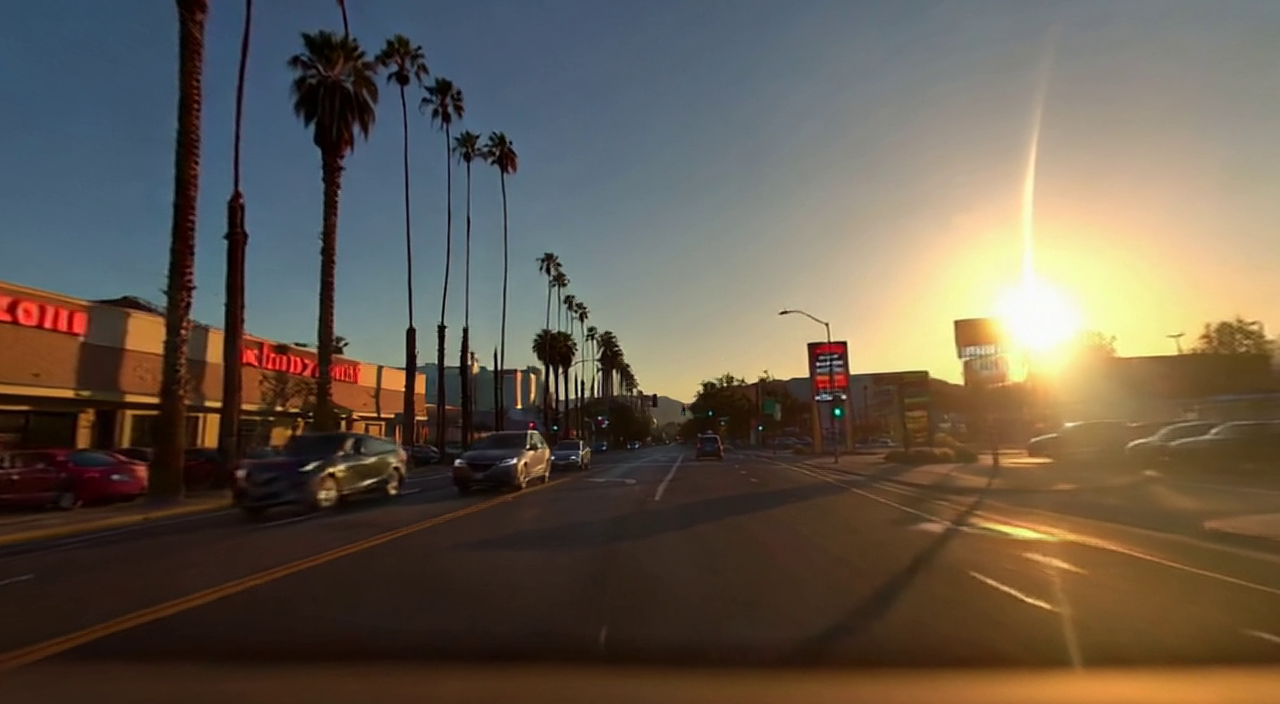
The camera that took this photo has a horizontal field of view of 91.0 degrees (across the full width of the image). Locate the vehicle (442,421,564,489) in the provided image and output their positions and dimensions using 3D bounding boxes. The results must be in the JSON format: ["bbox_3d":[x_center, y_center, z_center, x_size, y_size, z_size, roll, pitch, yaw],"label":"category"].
[{"bbox_3d":[-4.395,3.465,21.483,2.551,1.995,5.615,-1,-8,4],"label":"vehicle"}]

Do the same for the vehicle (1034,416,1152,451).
[{"bbox_3d":[26.562,4.851,37.117,2.308,1.868,4.999,4,-9,-25],"label":"vehicle"}]

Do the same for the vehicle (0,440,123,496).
[{"bbox_3d":[-20.328,3.836,20.885,4.498,1.729,2.102,-1,-9,2],"label":"vehicle"}]

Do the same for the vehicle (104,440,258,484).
[{"bbox_3d":[-19.593,4.700,27.018,5.050,1.758,2.134,-1,-9,5],"label":"vehicle"}]

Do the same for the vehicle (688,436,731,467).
[{"bbox_3d":[3.595,5.200,33.129,2.065,1.507,4.225,-1,-8,4],"label":"vehicle"}]

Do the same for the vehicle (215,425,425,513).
[{"bbox_3d":[-8.351,3.104,17.403,2.328,1.976,5.915,-1,-8,5],"label":"vehicle"}]

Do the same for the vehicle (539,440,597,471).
[{"bbox_3d":[-3.660,5.359,32.873,2.090,1.489,4.909,-1,-8,5],"label":"vehicle"}]

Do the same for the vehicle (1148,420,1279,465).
[{"bbox_3d":[19.802,3.012,20.924,4.140,1.422,1.869,0,-8,2],"label":"vehicle"}]

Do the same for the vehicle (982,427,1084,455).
[{"bbox_3d":[23.077,5.243,37.123,2.028,1.556,4.625,4,-9,-27],"label":"vehicle"}]
